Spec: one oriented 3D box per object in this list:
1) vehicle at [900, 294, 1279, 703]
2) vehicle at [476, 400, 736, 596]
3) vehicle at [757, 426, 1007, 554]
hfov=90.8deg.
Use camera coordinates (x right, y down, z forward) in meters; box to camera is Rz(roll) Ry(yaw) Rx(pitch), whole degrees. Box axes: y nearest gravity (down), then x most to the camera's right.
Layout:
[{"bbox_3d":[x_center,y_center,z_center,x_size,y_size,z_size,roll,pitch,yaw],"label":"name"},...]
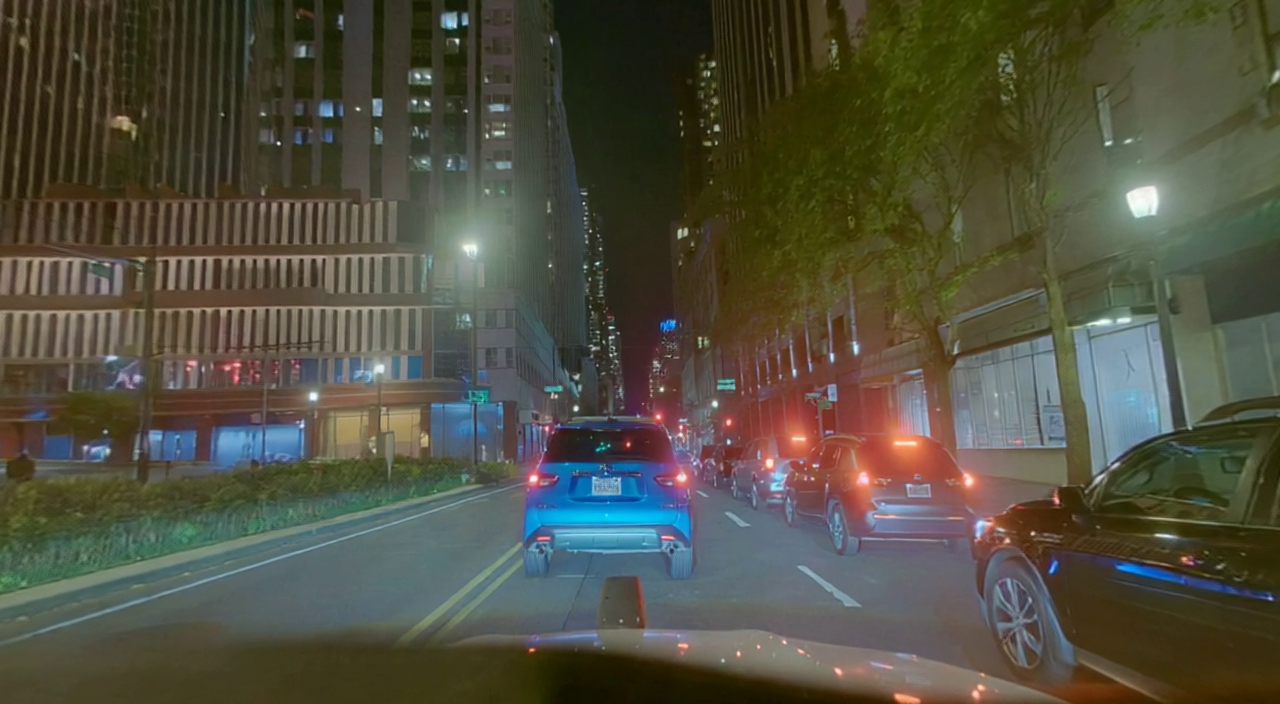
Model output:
[{"bbox_3d":[2.997,0.752,2.241,2.063,1.760,4.664,0,-9,-1],"label":"vehicle"},{"bbox_3d":[-0.349,1.578,7.612,2.249,1.684,4.084,0,-9,-2],"label":"vehicle"},{"bbox_3d":[3.288,1.977,9.813,1.941,1.482,4.632,0,-9,-2],"label":"vehicle"}]
